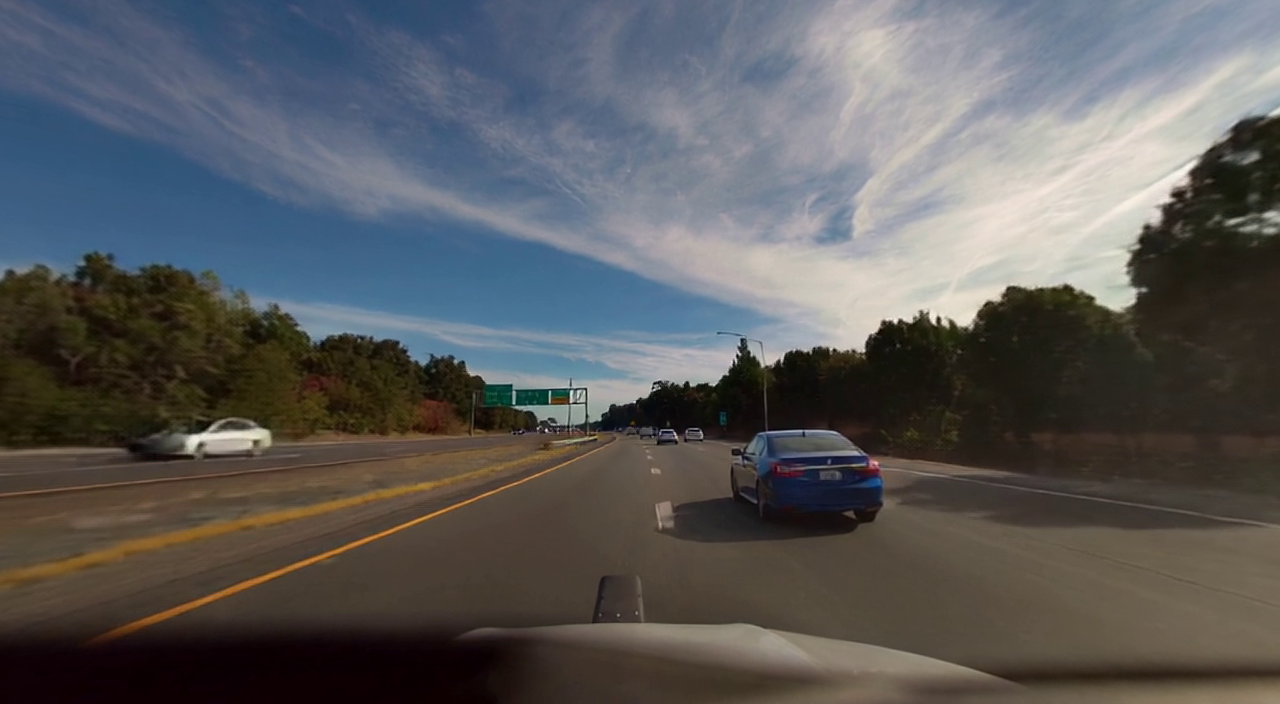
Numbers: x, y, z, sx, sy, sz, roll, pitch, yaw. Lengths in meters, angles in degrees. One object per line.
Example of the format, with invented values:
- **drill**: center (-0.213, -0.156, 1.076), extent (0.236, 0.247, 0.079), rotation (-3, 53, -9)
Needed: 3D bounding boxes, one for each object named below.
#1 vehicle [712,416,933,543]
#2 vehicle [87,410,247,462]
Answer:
- **vehicle**: center (2.338, 1.742, 9.379), extent (1.977, 1.443, 4.225), rotation (0, -8, -1)
- **vehicle**: center (-15.757, 2.839, 21.353), extent (2.012, 1.579, 4.363), rotation (0, -8, 1)
